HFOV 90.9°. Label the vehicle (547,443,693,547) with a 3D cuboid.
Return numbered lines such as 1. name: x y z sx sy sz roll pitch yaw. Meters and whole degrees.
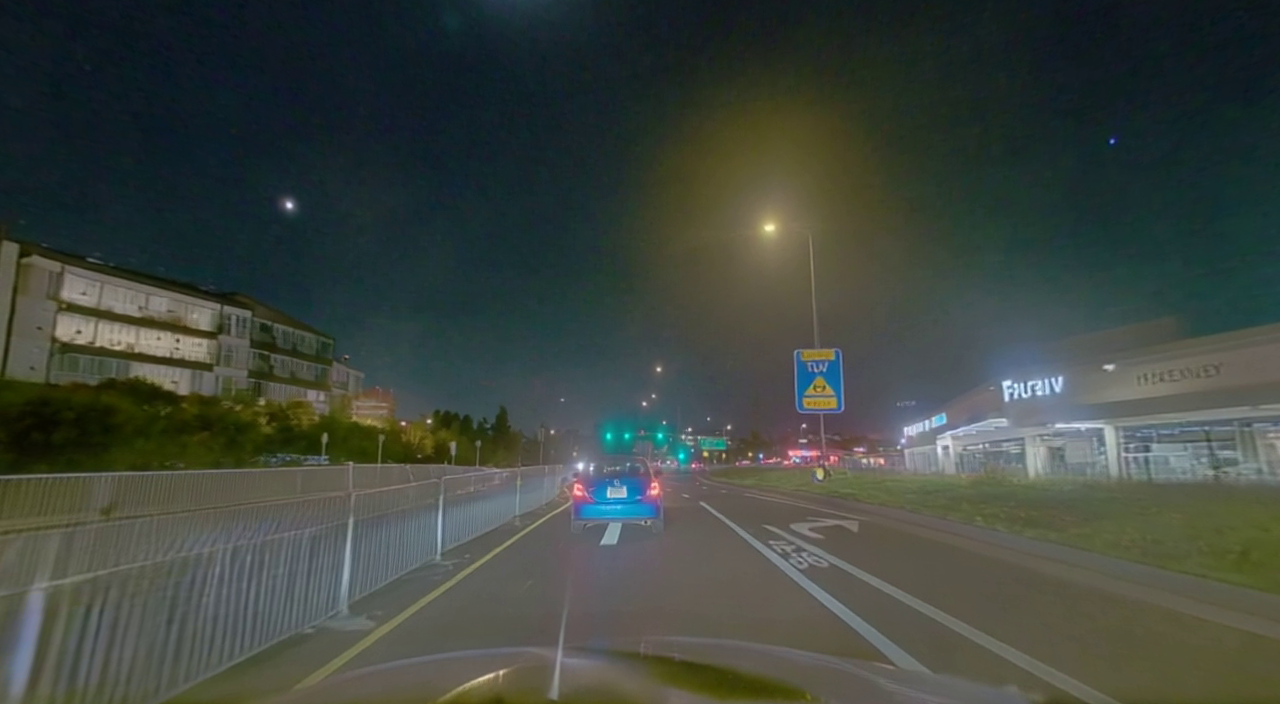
1. vehicle: -0.309 2.334 10.966 2.063 1.442 3.933 0 -9 -1
